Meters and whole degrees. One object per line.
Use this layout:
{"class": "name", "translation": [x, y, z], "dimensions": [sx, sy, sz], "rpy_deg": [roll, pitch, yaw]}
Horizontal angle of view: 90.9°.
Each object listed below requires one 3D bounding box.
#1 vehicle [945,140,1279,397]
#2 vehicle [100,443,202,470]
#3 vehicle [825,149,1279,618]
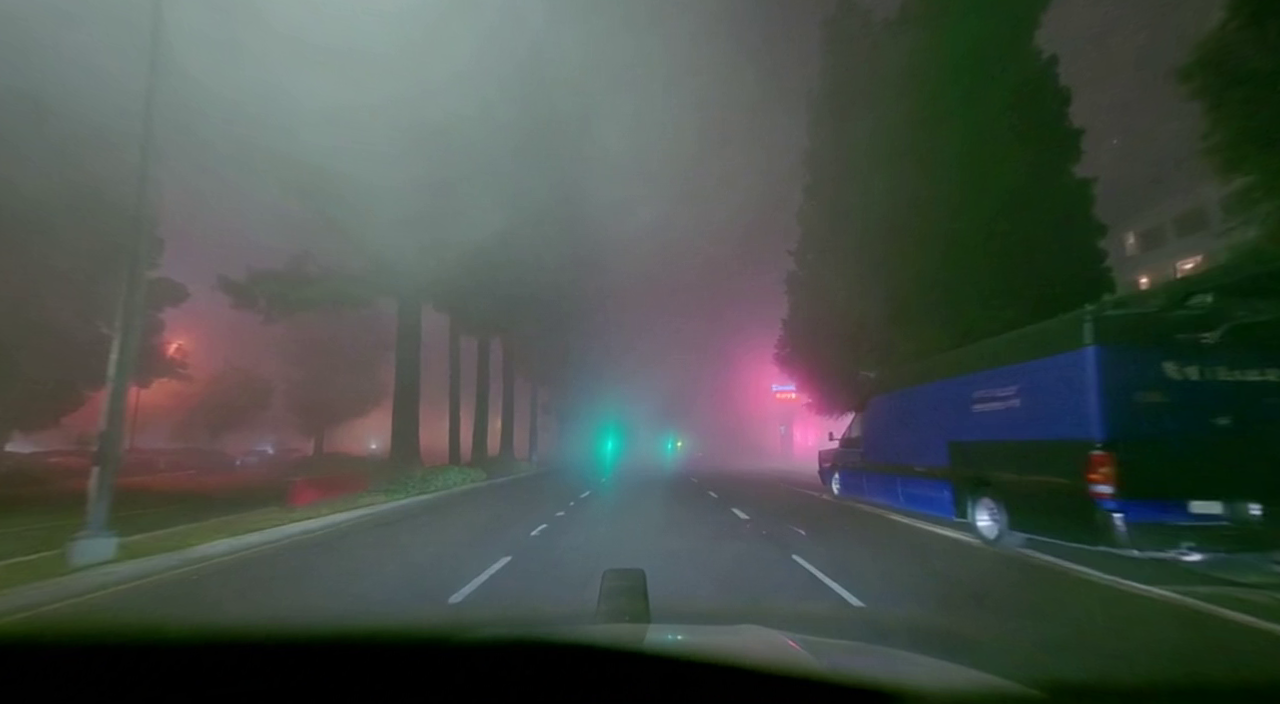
{"class": "vehicle", "translation": [6.597, -0.634, 8.161], "dimensions": [3.066, 2.040, 4.878], "rpy_deg": [0, -9, 4]}
{"class": "vehicle", "translation": [-32.059, 6.867, 41.468], "dimensions": [4.796, 1.581, 2.278], "rpy_deg": [-2, -8, -1]}
{"class": "vehicle", "translation": [6.552, 0.956, 10.821], "dimensions": [3.145, 4.015, 10.939], "rpy_deg": [0, -8, -1]}
